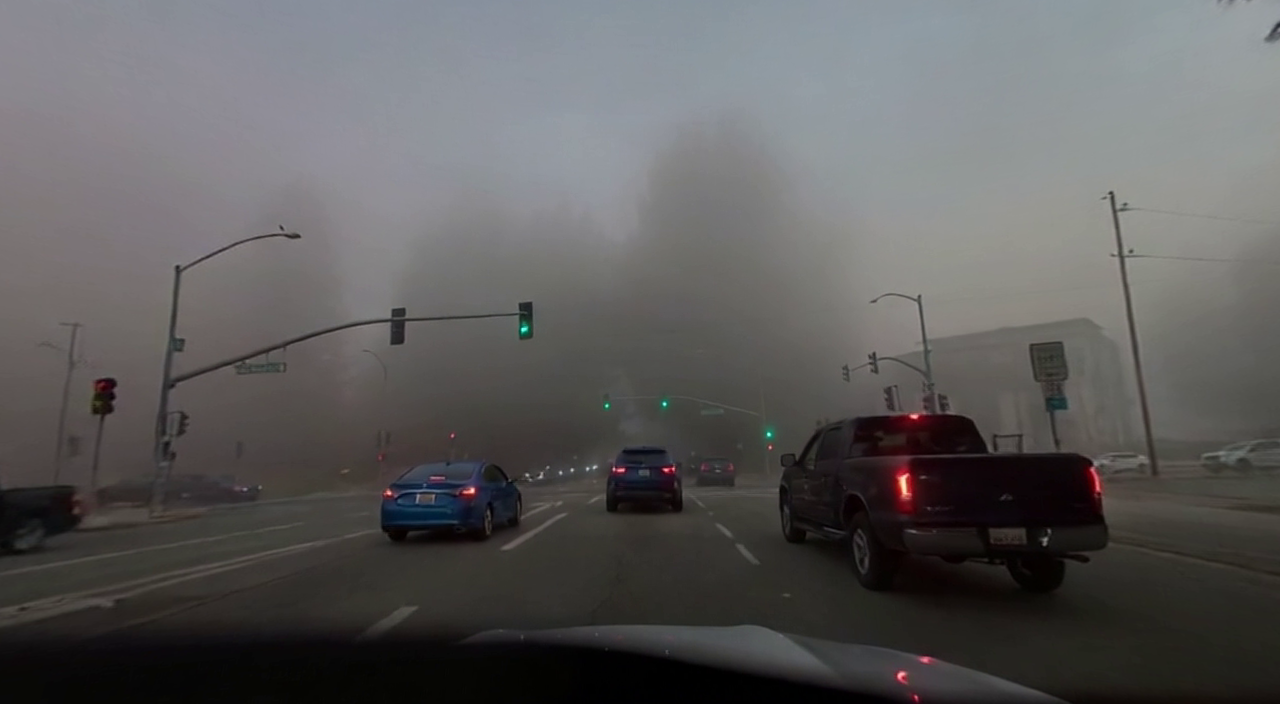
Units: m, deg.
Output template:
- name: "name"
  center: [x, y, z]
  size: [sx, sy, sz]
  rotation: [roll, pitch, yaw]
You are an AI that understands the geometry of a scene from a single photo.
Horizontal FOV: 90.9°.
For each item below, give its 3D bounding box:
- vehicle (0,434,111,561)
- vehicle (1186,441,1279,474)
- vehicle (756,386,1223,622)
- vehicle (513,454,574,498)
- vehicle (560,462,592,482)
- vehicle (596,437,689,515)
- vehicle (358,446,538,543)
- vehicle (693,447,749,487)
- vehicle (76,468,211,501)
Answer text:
- name: "vehicle"
  center: [-10.317, 2.058, 8.659]
  size: [2.099, 1.813, 4.583]
  rotation: [-1, -9, 0]
- name: "vehicle"
  center: [31.479, 5.383, 32.294]
  size: [4.869, 1.622, 2.230]
  rotation: [0, -9, -1]
- name: "vehicle"
  center: [3.285, 1.644, 7.958]
  size: [2.571, 1.857, 5.841]
  rotation: [0, -9, 0]
- name: "vehicle"
  center: [-3.843, 4.720, 24.403]
  size: [2.072, 1.450, 4.612]
  rotation: [2, -9, -11]
- name: "vehicle"
  center: [-4.934, 9.334, 49.227]
  size: [1.882, 1.342, 3.755]
  rotation: [-4, -9, 3]
- name: "vehicle"
  center: [0.067, 3.141, 16.399]
  size: [2.113, 1.768, 3.901]
  rotation: [0, -9, 1]
- name: "vehicle"
  center: [-3.354, 2.574, 12.165]
  size: [1.909, 1.476, 4.751]
  rotation: [0, -9, 1]
- name: "vehicle"
  center: [4.234, 6.107, 33.893]
  size: [2.408, 1.908, 5.355]
  rotation: [0, -9, 1]
- name: "vehicle"
  center: [-25.131, 6.712, 32.066]
  size: [5.100, 1.533, 2.032]
  rotation: [0, -9, 0]
